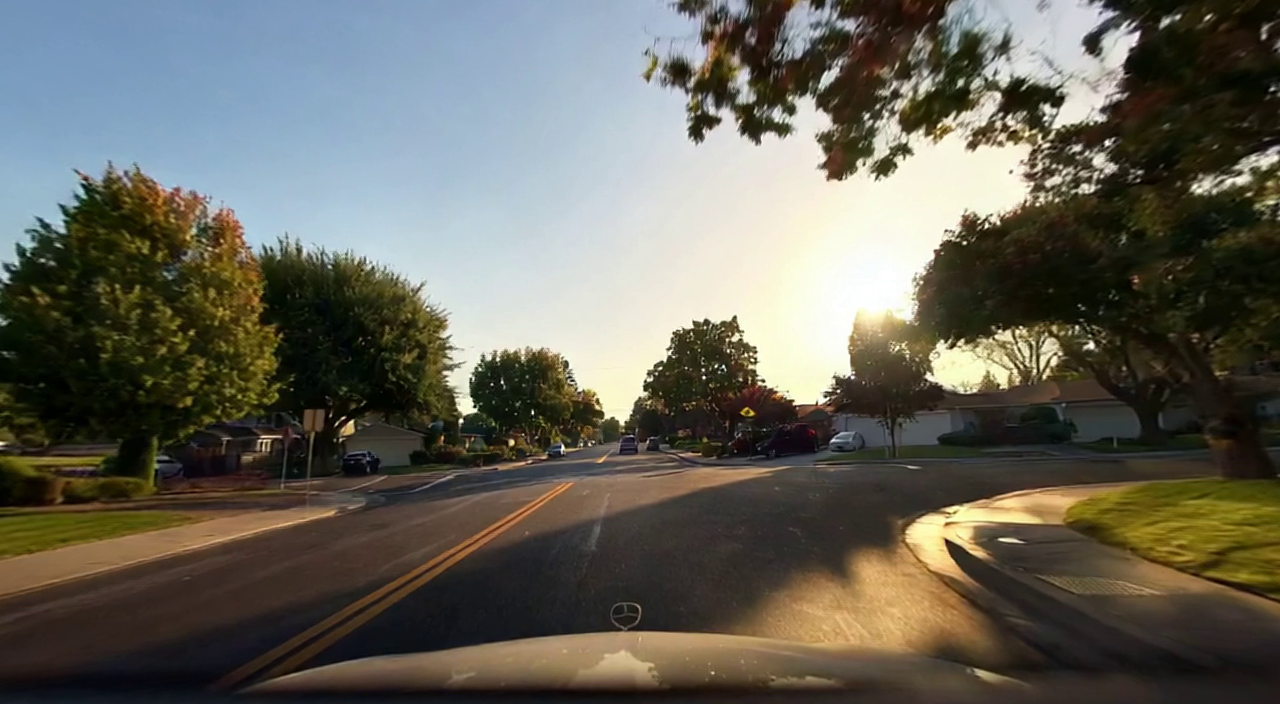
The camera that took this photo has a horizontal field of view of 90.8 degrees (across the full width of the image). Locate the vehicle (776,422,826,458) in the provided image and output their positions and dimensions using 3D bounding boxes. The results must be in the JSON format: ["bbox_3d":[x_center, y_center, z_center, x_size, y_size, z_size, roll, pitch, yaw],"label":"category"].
[{"bbox_3d":[9.434,5.247,37.484,2.333,1.933,5.662,-1,-9,9],"label":"vehicle"}]

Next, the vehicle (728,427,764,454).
[{"bbox_3d":[7.597,6.443,45.700,2.130,1.836,4.464,-1,-9,5],"label":"vehicle"}]

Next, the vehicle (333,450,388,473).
[{"bbox_3d":[-20.176,7.886,45.791,1.917,1.499,4.569,0,-8,0],"label":"vehicle"}]

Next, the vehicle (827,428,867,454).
[{"bbox_3d":[12.745,5.533,39.064,1.972,1.528,3.891,-2,-9,13],"label":"vehicle"}]

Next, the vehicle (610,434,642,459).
[{"bbox_3d":[-0.988,6.715,44.969,2.116,1.711,4.155,0,-8,-1],"label":"vehicle"}]
